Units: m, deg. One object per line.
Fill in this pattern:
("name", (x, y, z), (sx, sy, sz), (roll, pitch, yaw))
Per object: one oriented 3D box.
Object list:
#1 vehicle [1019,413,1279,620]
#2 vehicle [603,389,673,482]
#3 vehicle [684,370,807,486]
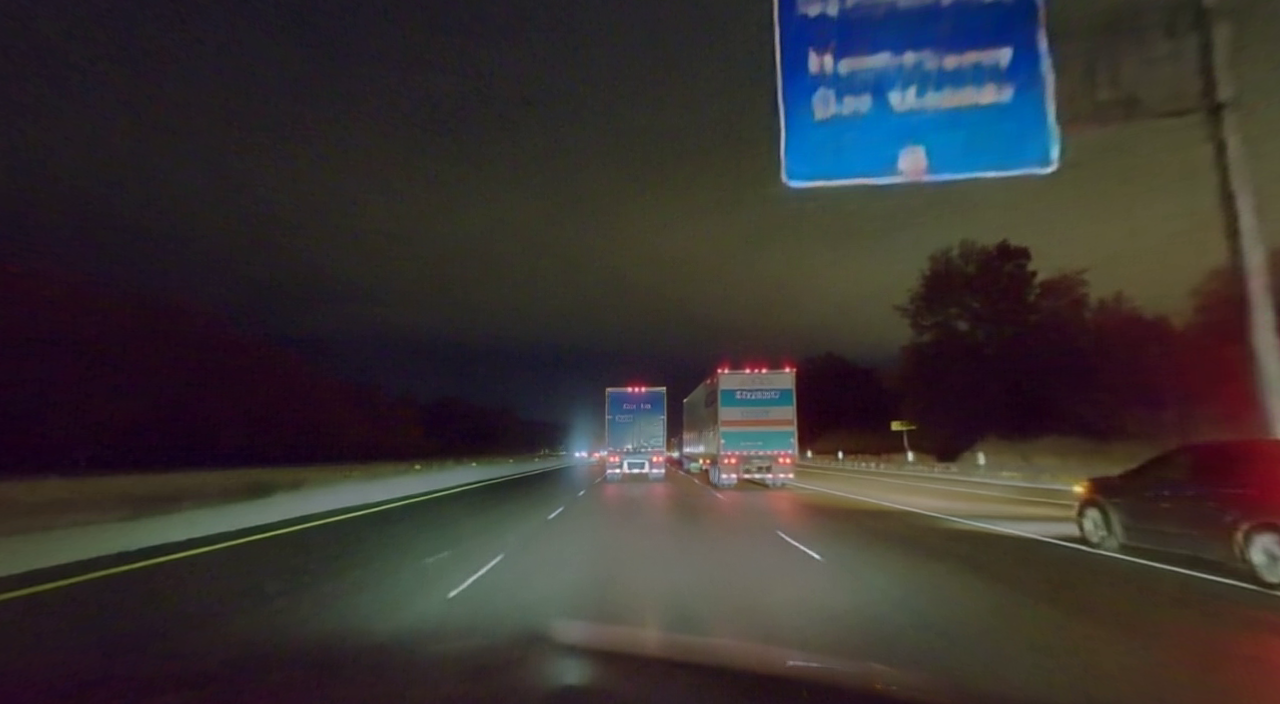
("vehicle", (5.877, 1.381, 5.726), (2.086, 1.530, 4.808), (-1, -9, 3))
("vehicle", (-0.095, 4.153, 30.855), (2.864, 3.805, 9.709), (0, -9, 0))
("vehicle", (4.277, 3.810, 29.872), (3.044, 4.128, 14.482), (0, -9, -1))
